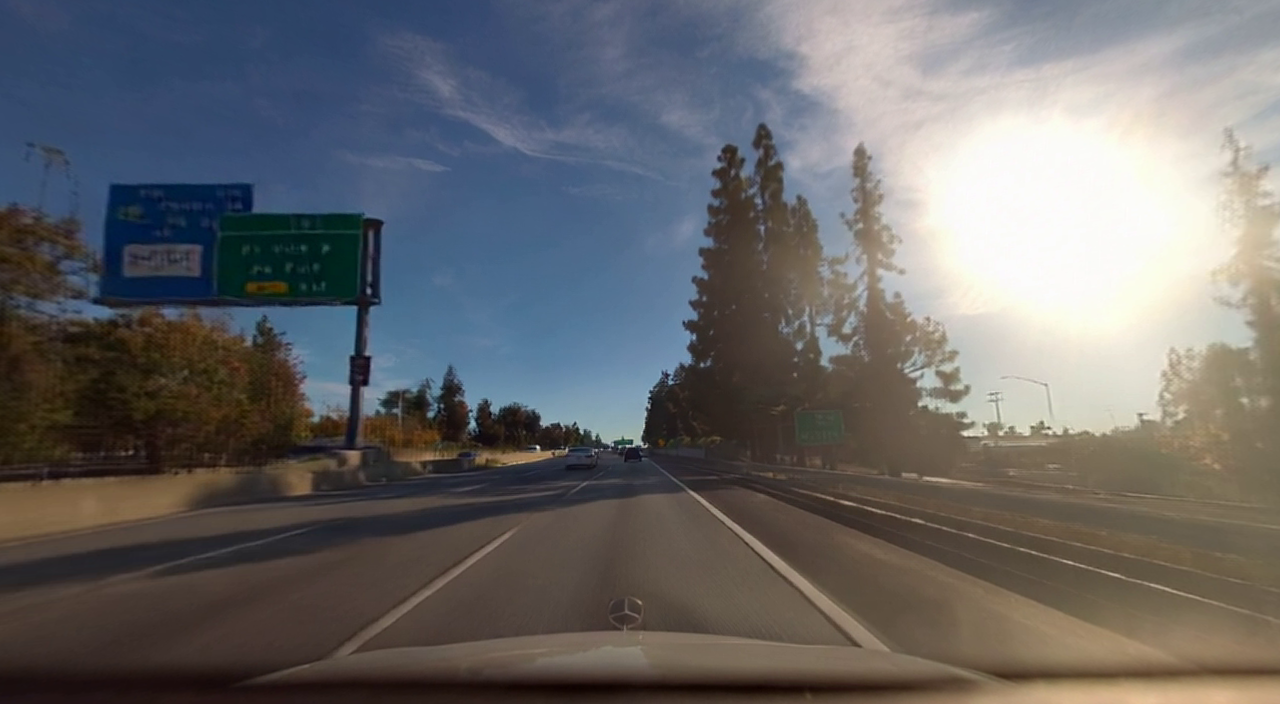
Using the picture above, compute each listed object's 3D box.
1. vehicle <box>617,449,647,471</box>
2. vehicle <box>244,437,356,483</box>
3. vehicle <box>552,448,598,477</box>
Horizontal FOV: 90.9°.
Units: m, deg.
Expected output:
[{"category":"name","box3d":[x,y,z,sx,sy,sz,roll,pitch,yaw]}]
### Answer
[{"category":"vehicle","box3d":[-0.576,7.777,45.656,2.100,1.471,3.956,0,-8,0]},{"category":"vehicle","box3d":[-14.038,4.470,26.455,1.813,1.728,5.143,0,-8,0]},{"category":"vehicle","box3d":[-3.617,6.204,35.805,2.067,1.509,4.551,0,-8,0]}]
